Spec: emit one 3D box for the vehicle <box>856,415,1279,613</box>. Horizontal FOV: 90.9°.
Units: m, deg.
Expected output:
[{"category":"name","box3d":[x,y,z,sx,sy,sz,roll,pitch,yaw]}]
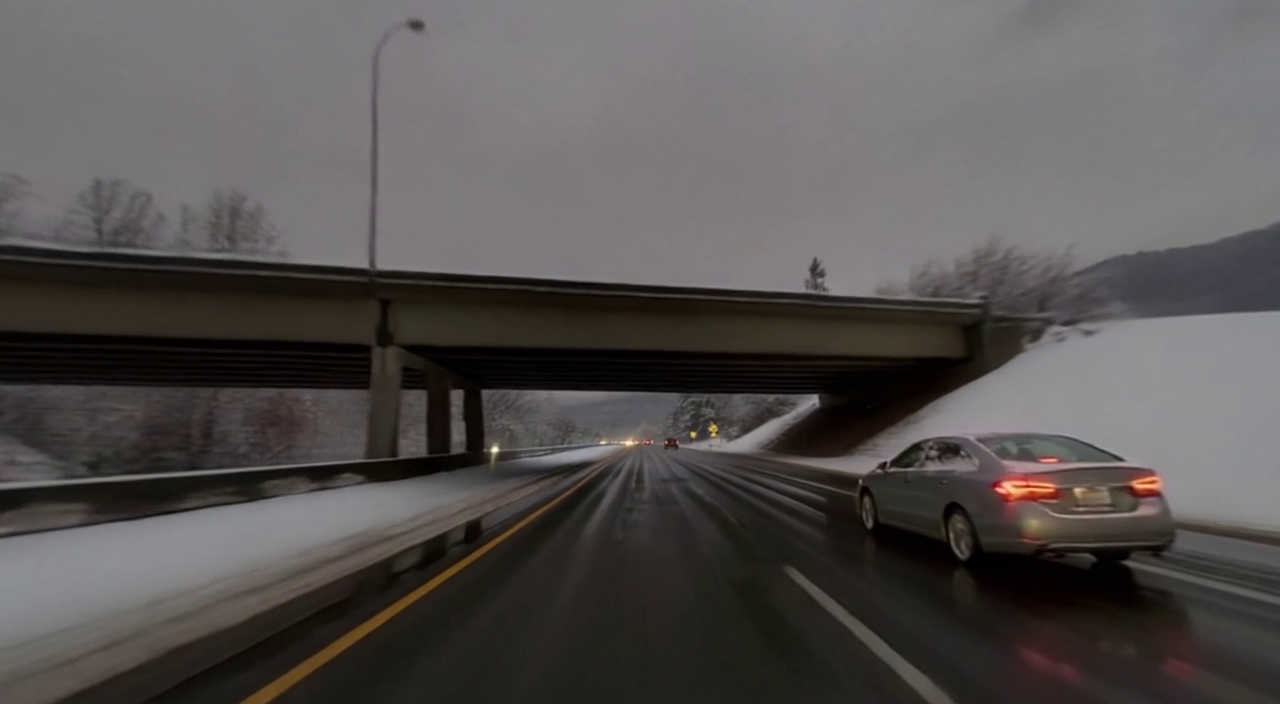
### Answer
[{"category":"vehicle","box3d":[4.370,1.584,7.253,2.027,1.487,4.718,0,-8,-1]}]
